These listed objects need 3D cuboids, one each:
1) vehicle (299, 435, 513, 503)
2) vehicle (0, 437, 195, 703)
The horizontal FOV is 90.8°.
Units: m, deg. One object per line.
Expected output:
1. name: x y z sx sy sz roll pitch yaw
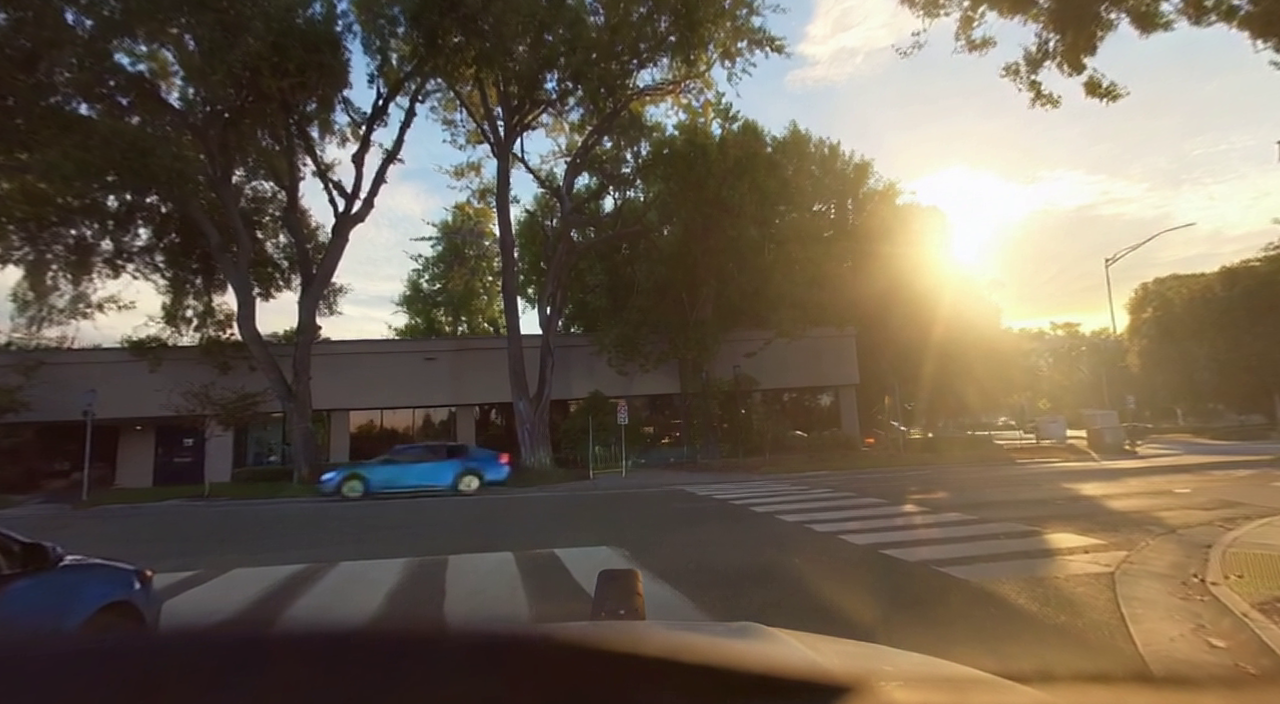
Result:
1. vehicle: -5.708 2.915 16.072 4.788 1.548 1.965 1 -9 -11
2. vehicle: -3.348 0.884 1.312 2.069 1.413 5.006 1 -8 -12
